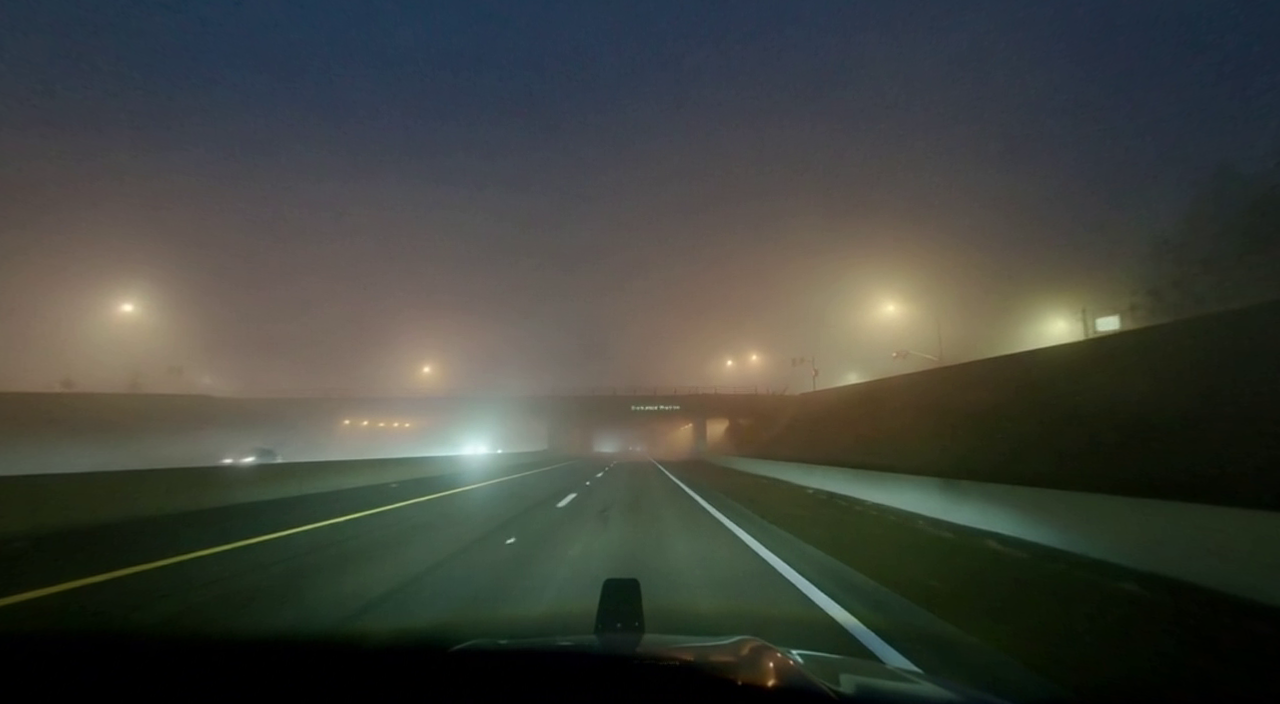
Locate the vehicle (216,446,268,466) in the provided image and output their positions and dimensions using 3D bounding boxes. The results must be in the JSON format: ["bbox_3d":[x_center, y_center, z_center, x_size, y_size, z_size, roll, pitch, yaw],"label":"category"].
[{"bbox_3d":[-31.198,8.141,49.418,1.631,1.429,3.685,-1,-9,1],"label":"vehicle"}]
